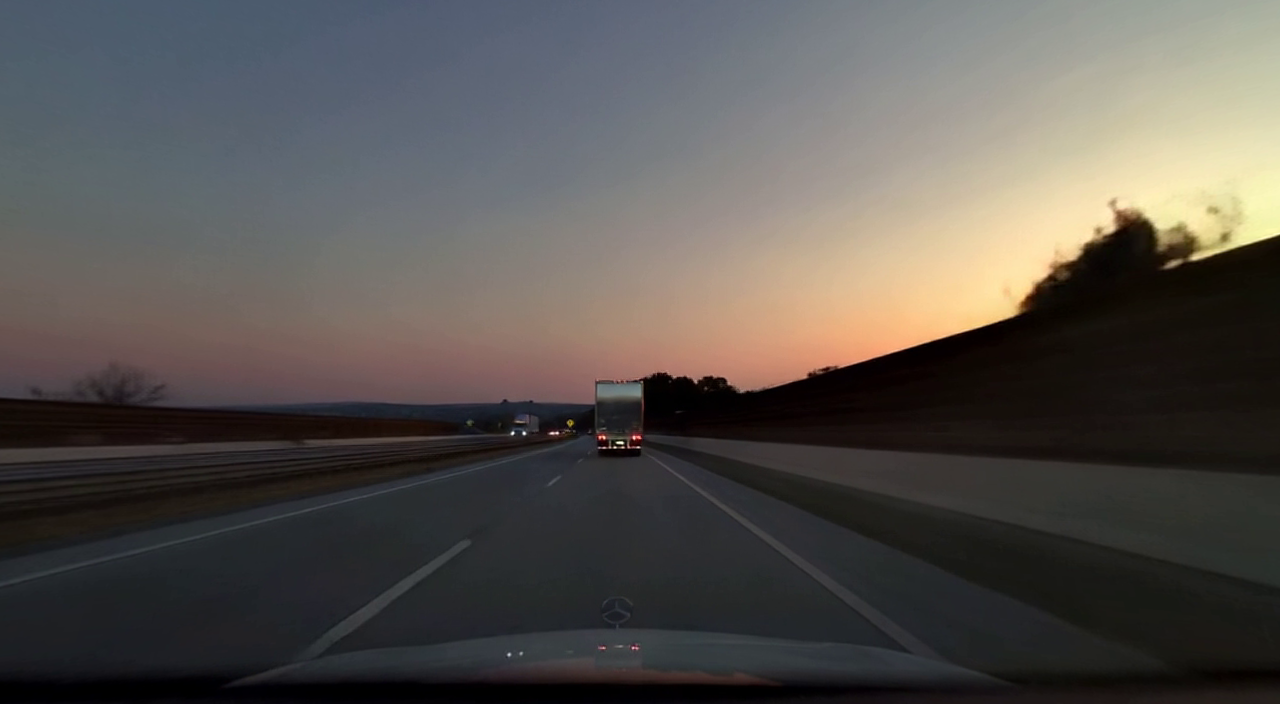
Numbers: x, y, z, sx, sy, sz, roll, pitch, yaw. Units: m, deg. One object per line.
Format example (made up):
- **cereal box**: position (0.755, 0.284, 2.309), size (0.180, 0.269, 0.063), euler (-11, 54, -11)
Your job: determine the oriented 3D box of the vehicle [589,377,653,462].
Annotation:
- **vehicle**: position (-1.106, 3.859, 34.840), size (3.023, 3.965, 10.402), euler (0, -8, -2)
